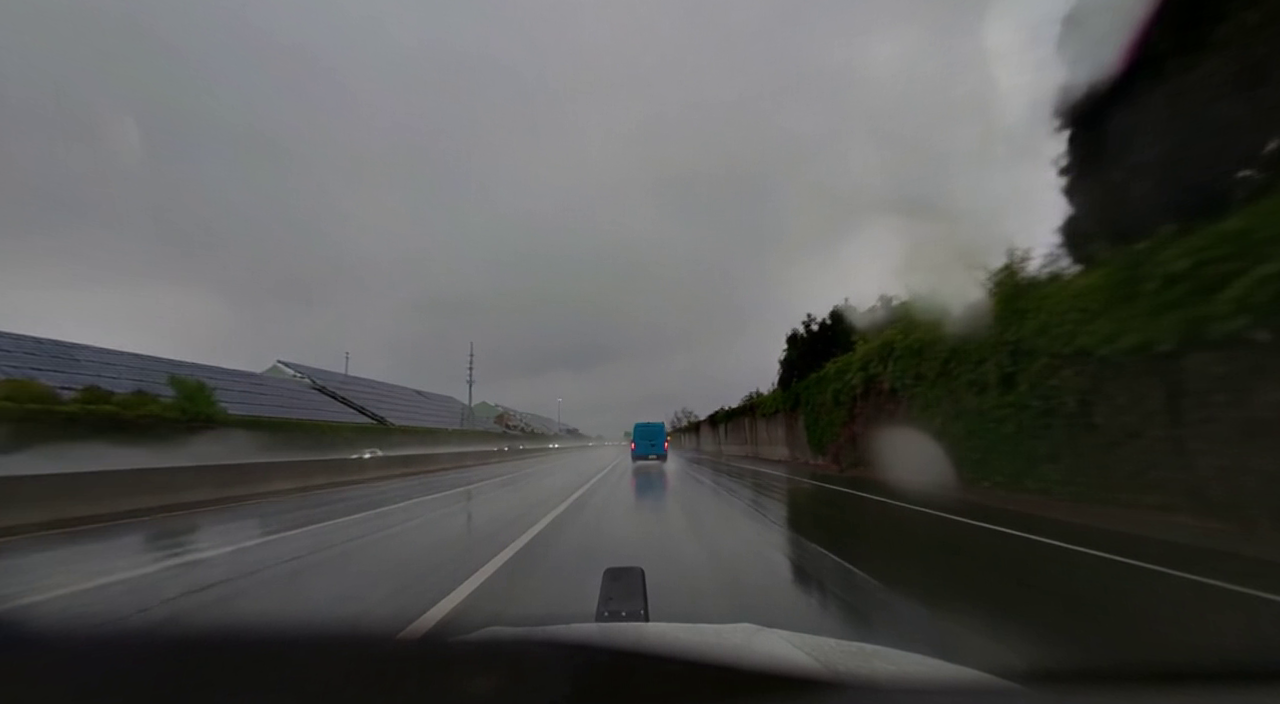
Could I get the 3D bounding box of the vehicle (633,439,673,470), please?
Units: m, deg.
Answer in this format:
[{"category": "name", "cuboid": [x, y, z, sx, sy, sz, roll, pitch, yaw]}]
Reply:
[{"category": "vehicle", "cuboid": [0.622, 5.332, 32.943, 1.997, 1.484, 3.409, 0, -8, 0]}]
